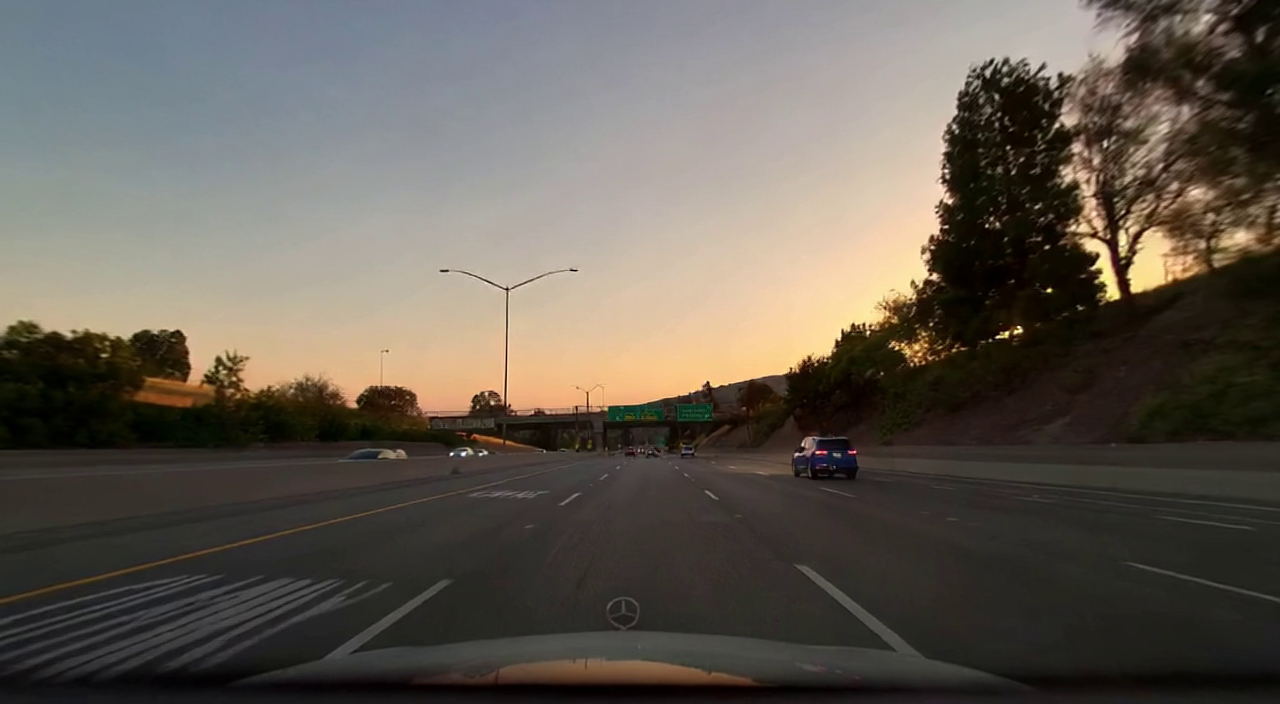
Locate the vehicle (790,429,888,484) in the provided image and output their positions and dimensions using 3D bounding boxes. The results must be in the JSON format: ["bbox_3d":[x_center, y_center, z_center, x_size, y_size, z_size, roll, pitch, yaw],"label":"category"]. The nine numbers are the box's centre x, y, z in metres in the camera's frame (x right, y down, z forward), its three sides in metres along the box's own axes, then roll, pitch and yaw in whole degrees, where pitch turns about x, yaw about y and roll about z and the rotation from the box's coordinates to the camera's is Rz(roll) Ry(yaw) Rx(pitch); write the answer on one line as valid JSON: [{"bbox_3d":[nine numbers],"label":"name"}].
[{"bbox_3d":[7.535,4.009,24.449,2.222,1.899,4.595,0,-9,-1],"label":"vehicle"}]

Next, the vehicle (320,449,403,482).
[{"bbox_3d":[-13.514,5.537,31.012,1.896,1.470,4.544,0,-9,2],"label":"vehicle"}]
